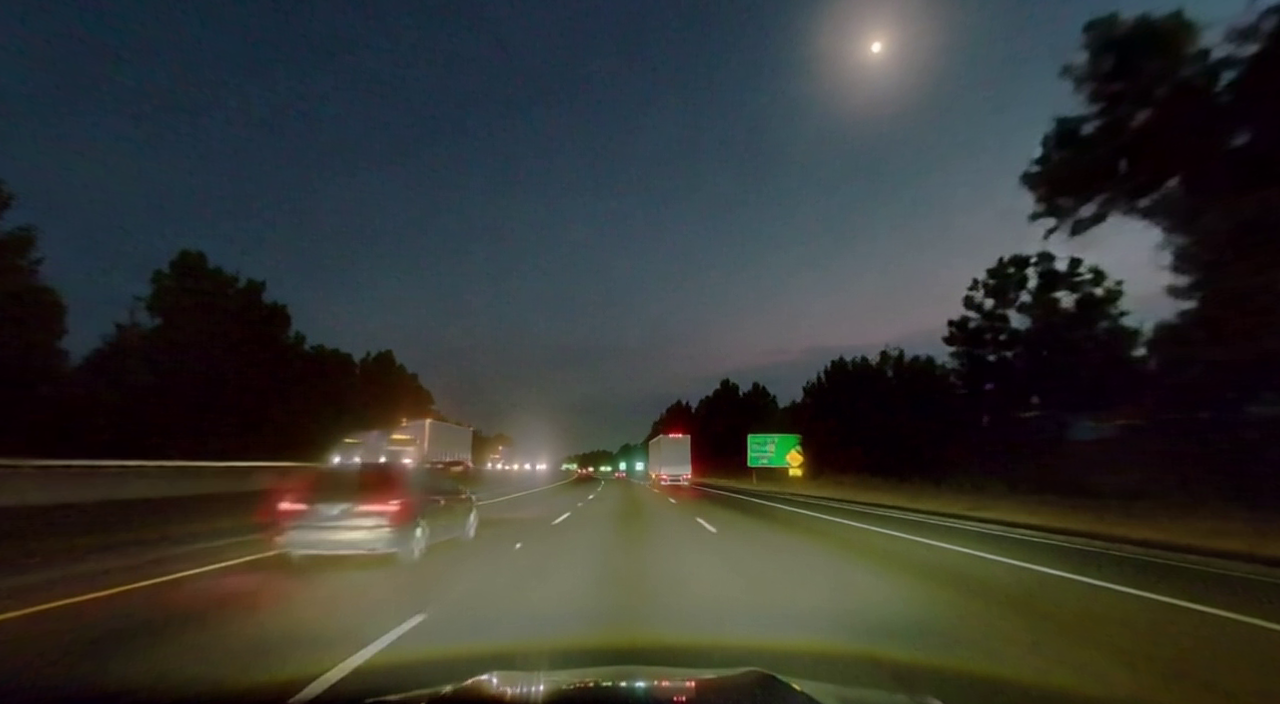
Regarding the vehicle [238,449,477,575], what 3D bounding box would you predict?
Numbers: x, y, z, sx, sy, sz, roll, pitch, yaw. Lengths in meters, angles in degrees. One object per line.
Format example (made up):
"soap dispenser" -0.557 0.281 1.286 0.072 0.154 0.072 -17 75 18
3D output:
"vehicle" -3.937 2.311 9.630 1.868 1.485 3.770 1 -11 0
